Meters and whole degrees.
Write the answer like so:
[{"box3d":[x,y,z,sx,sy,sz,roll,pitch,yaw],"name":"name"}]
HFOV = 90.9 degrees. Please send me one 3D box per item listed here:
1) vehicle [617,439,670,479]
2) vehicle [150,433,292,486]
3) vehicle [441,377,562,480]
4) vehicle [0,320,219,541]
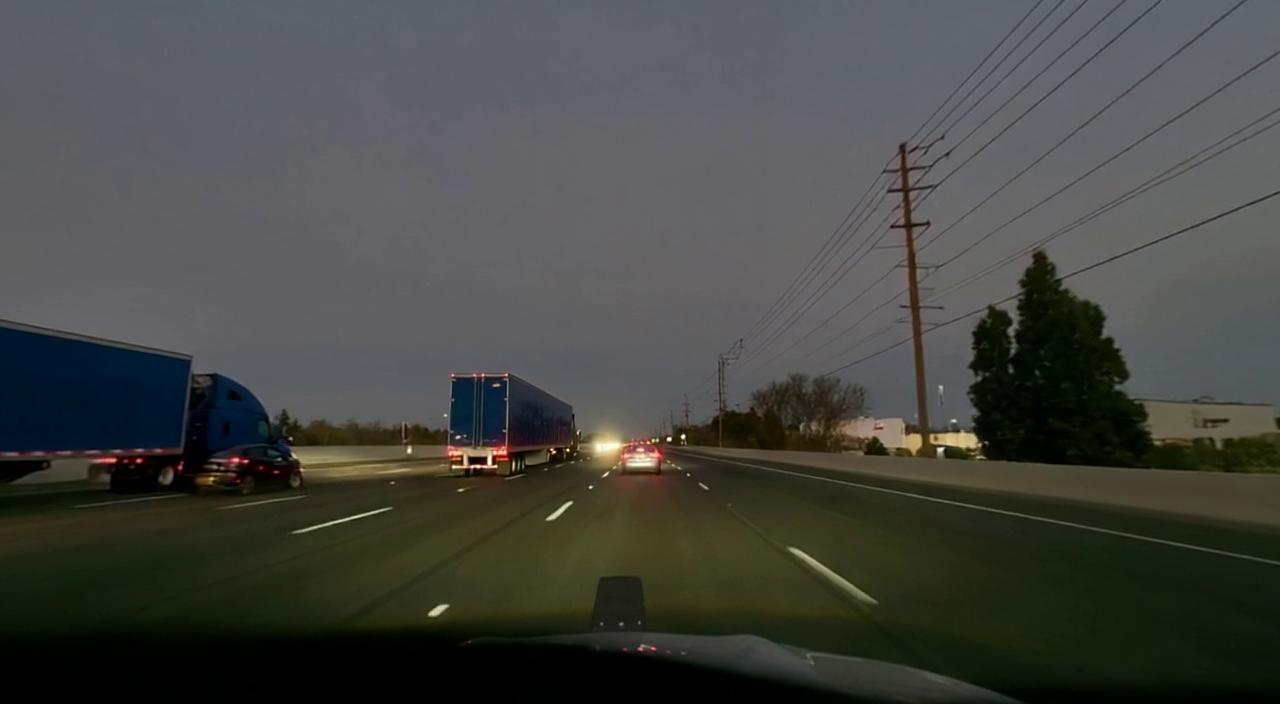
[{"box3d":[0.141,4.519,26.894,2.055,1.514,4.323,0,-9,0],"name":"vehicle"},{"box3d":[-14.704,3.776,22.502,1.938,1.679,4.469,0,-9,0],"name":"vehicle"},{"box3d":[-6.439,4.164,32.776,2.907,4.081,15.311,0,-9,0],"name":"vehicle"},{"box3d":[-10.651,1.090,8.813,2.896,3.140,9.491,0,-9,1],"name":"vehicle"}]
